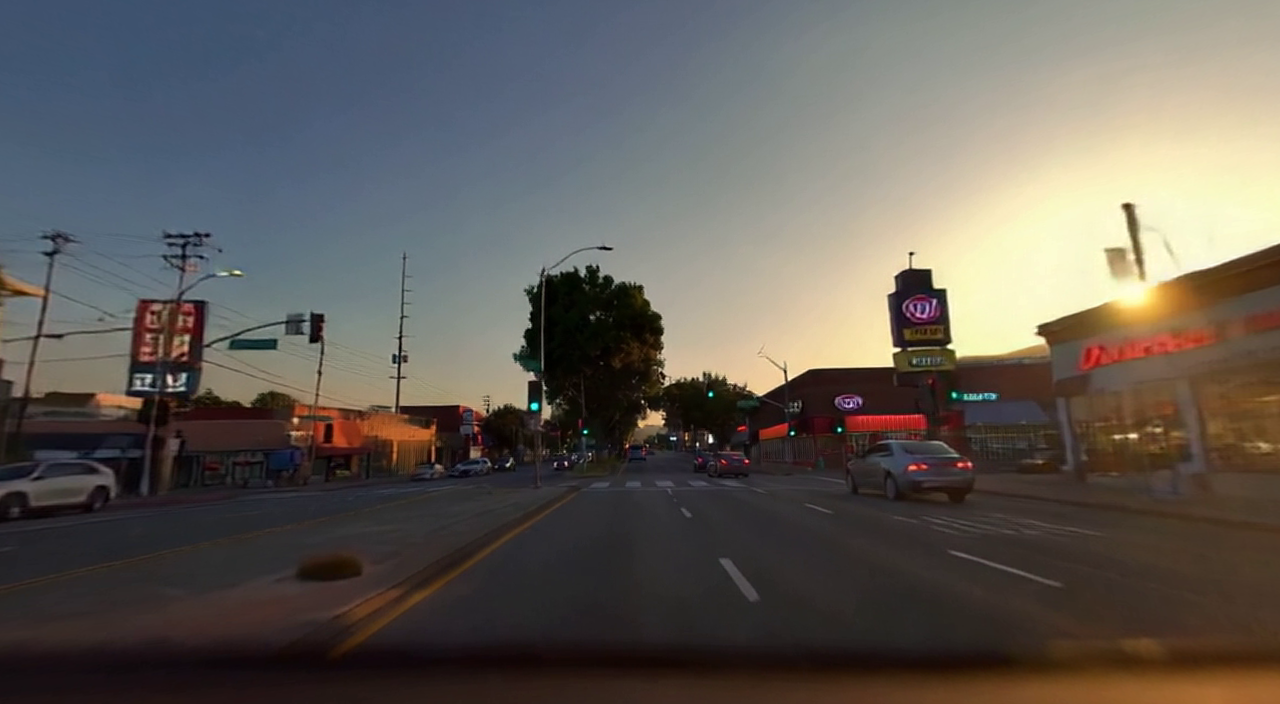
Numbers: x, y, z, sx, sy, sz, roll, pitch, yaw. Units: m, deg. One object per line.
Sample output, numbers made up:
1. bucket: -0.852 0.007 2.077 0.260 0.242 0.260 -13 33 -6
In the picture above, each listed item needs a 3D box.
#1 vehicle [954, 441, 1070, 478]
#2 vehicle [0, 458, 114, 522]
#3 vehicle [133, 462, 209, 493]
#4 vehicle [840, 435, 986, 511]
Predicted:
1. vehicle: 19.169 5.525 32.680 4.680 1.792 1.994 0 -8 -1
2. vehicle: -18.194 3.946 18.368 1.882 1.645 4.511 0 -8 -1
3. vehicle: -26.342 7.068 35.526 2.803 1.565 1.715 -2 -13 -1
4. vehicle: 6.852 3.058 16.497 1.974 1.679 4.611 -1 -9 3
